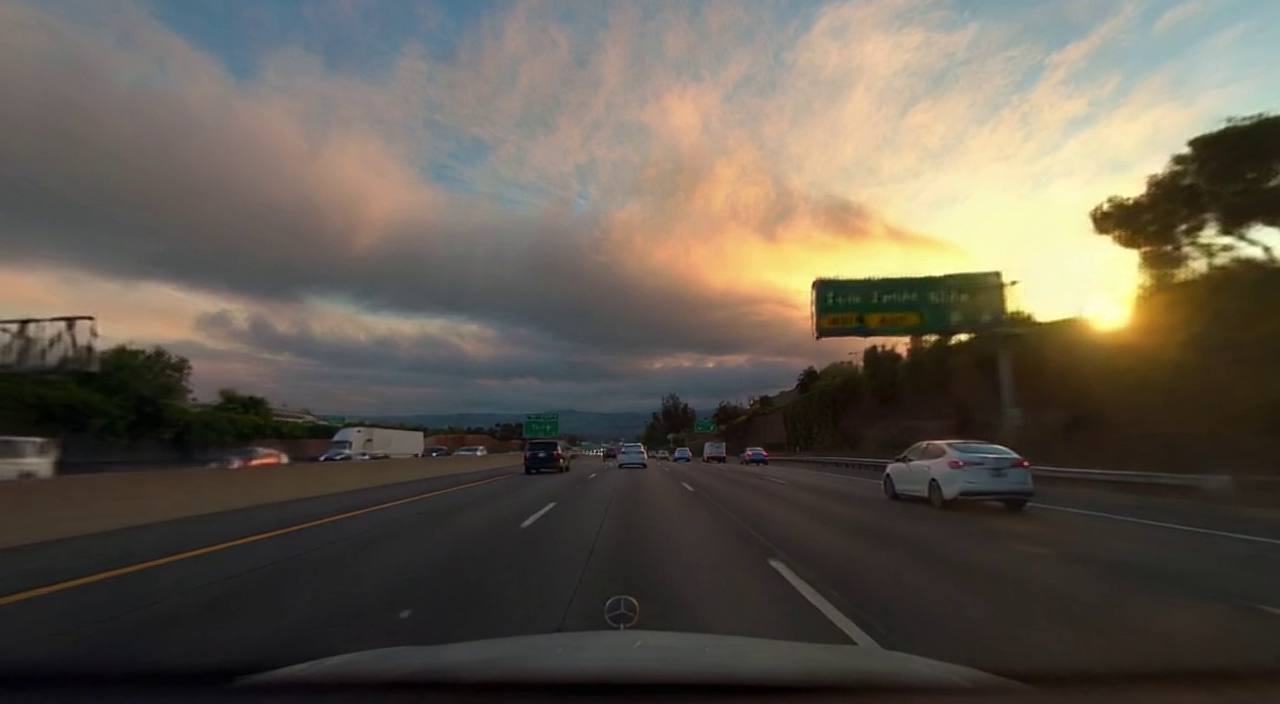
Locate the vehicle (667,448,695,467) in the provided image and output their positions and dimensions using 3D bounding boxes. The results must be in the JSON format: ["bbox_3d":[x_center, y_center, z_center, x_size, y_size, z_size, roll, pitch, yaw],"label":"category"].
[{"bbox_3d":[3.032,7.938,47.550,1.816,1.353,3.809,0,-9,-1],"label":"vehicle"}]

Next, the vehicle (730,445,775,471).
[{"bbox_3d":[6.768,6.398,38.376,1.879,1.428,4.402,0,-9,-1],"label":"vehicle"}]

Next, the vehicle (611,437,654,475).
[{"bbox_3d":[-0.340,5.230,31.999,2.002,1.759,4.658,0,-9,0],"label":"vehicle"}]

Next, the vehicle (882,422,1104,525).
[{"bbox_3d":[6.626,2.311,12.536,1.944,1.666,4.184,0,-9,0],"label":"vehicle"}]

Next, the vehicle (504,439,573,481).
[{"bbox_3d":[-4.226,4.610,27.202,2.126,1.631,4.643,0,-9,1],"label":"vehicle"}]
